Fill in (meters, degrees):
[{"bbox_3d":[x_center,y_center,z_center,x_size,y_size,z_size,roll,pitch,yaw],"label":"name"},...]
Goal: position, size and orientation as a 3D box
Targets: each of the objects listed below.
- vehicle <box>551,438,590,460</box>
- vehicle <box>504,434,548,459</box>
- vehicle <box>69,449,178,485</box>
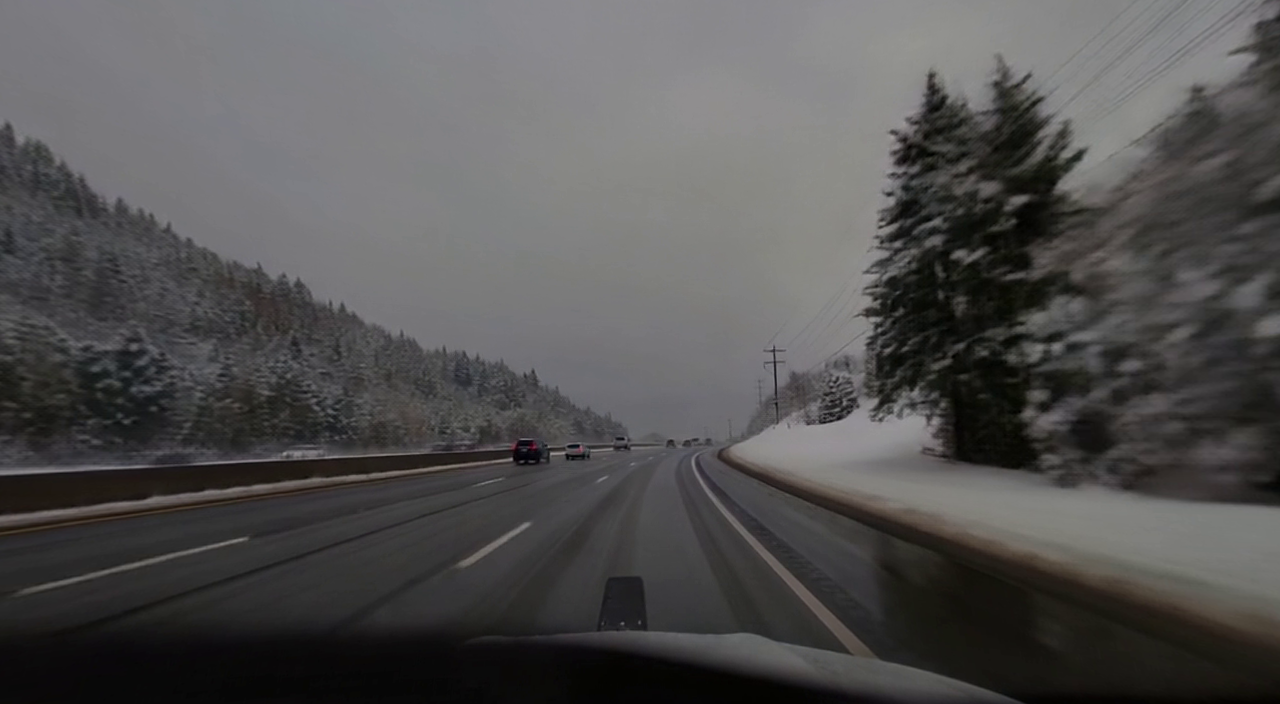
[{"bbox_3d":[-5.058,7.145,46.370,2.010,1.489,4.456,-1,-9,5],"label":"vehicle"},{"bbox_3d":[-8.544,7.132,47.501,2.063,1.743,4.392,-1,-9,6],"label":"vehicle"},{"bbox_3d":[-21.540,4.780,26.351,1.573,1.361,3.355,0,-8,4],"label":"vehicle"}]
